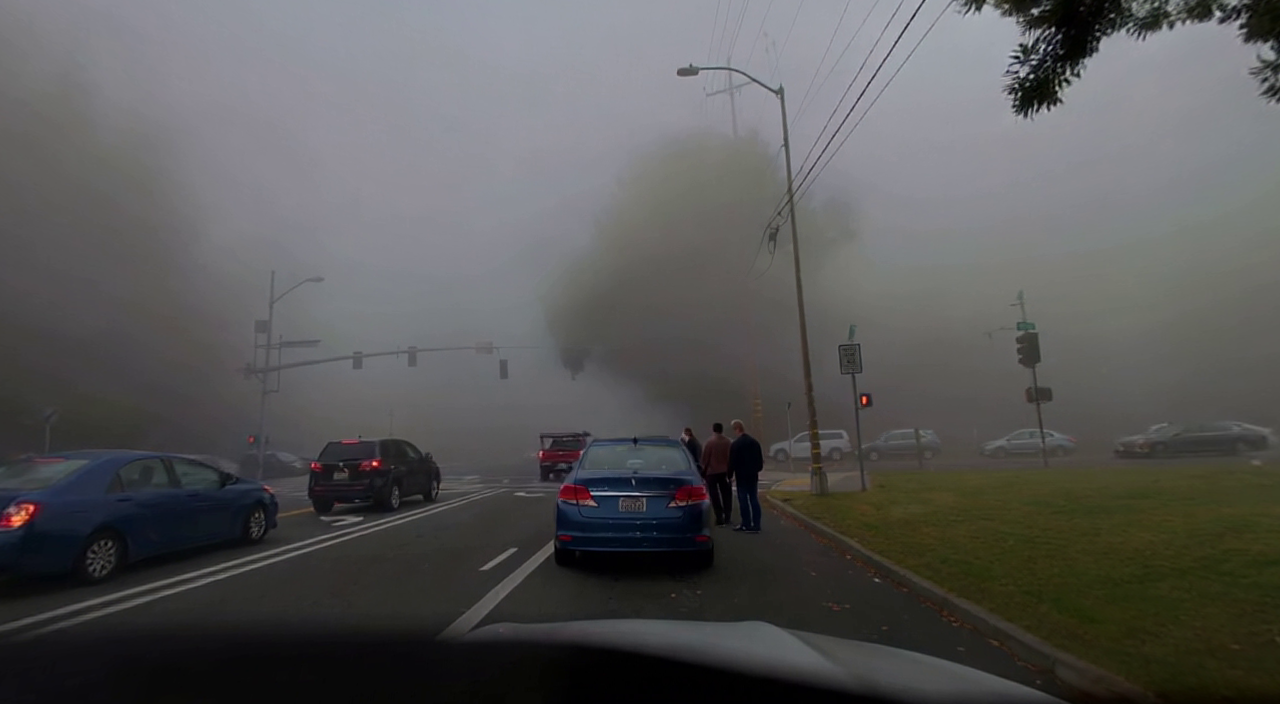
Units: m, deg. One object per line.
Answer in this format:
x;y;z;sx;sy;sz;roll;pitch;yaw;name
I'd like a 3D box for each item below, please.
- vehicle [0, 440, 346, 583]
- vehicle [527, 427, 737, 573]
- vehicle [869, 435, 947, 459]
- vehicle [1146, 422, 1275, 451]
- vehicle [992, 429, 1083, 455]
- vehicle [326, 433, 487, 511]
-6.327;2.064;9.036;1.948;1.530;4.283;0;-9;3;vehicle
-0.053;1.858;8.678;2.182;1.501;4.150;0;-9;1;vehicle
17.523;6.214;41.142;4.441;1.452;1.798;-5;-10;30;vehicle
30.517;4.602;33.806;4.739;1.472;1.804;-5;-10;30;vehicle
23.814;5.437;37.753;4.454;1.440;1.816;-5;-10;30;vehicle
-6.154;3.219;17.464;2.230;1.811;5.183;-1;-9;3;vehicle
